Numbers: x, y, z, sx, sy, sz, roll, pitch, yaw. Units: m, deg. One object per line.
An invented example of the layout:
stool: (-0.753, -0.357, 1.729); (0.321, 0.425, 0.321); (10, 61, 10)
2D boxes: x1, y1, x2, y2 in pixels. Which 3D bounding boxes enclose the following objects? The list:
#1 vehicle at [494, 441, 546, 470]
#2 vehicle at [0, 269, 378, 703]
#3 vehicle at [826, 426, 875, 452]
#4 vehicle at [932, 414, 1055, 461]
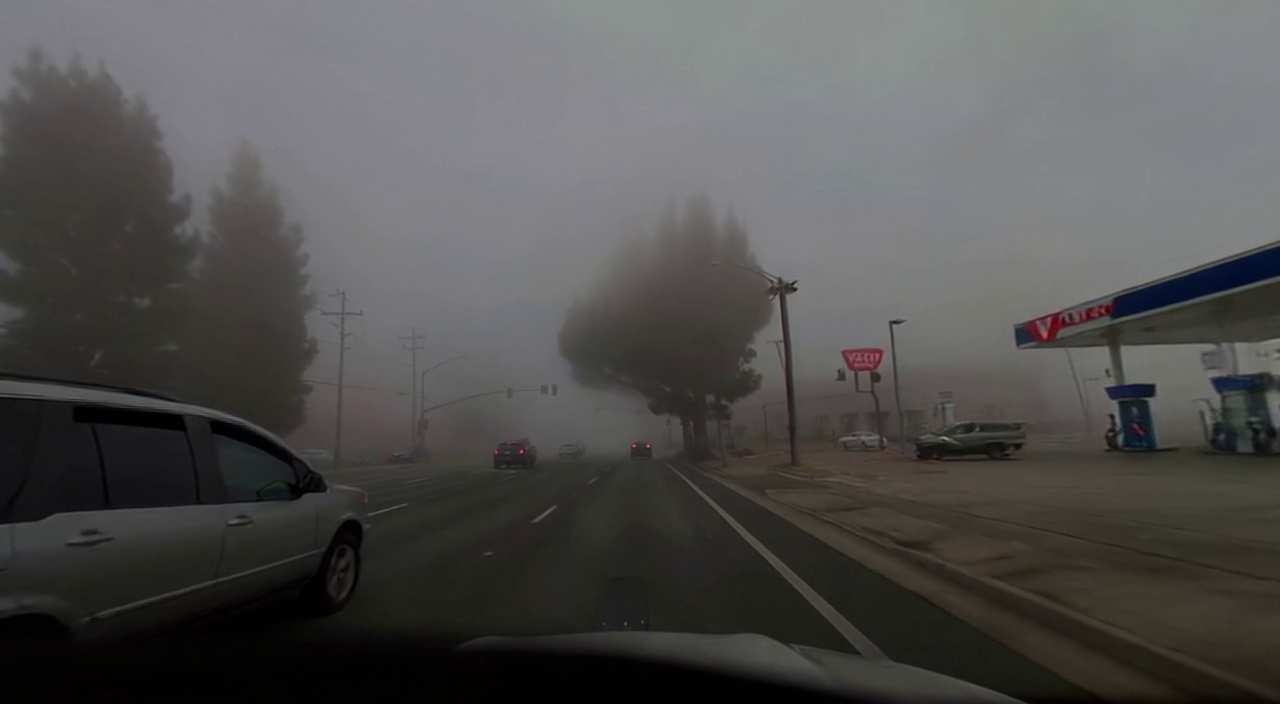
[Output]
vehicle: (-6.498, 5.637, 34.554); (1.960, 1.468, 4.345); (0, -8, 1)
vehicle: (-3.190, 0.751, 2.648); (2.190, 1.844, 4.751); (0, -8, -1)
vehicle: (16.186, 6.738, 48.650); (2.116, 1.849, 4.806); (0, -8, 0)
vehicle: (16.125, 3.986, 29.264); (2.178, 1.911, 5.852); (-1, -8, -2)
